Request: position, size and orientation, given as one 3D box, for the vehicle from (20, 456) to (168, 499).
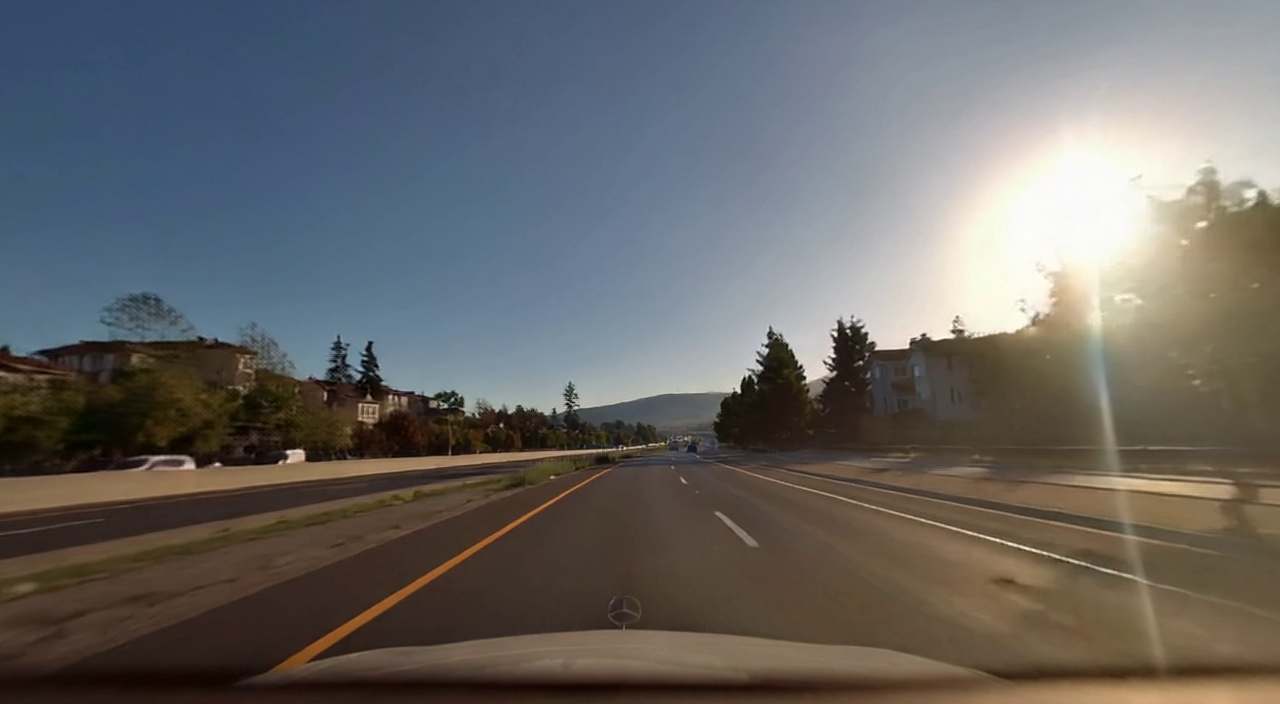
[{"bbox_3d":[-21.731,4.986,25.413,1.864,1.460,4.509,-1,-8,2],"label":"vehicle"}]
